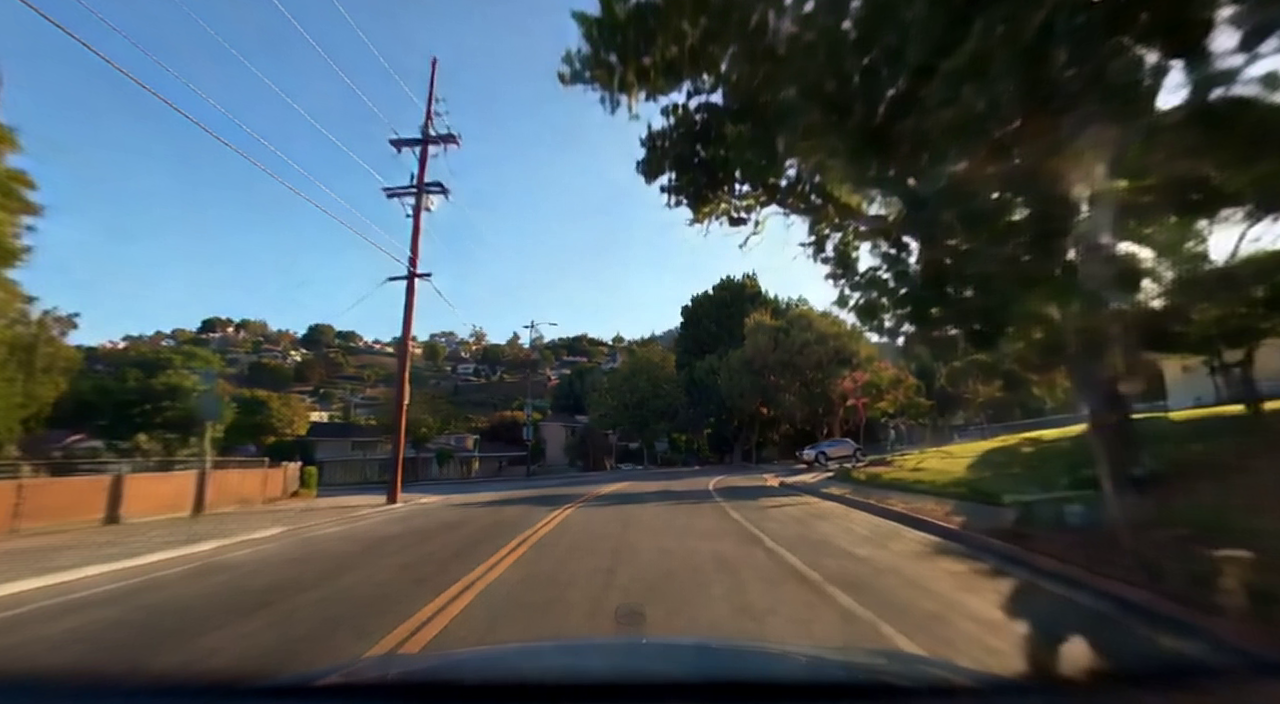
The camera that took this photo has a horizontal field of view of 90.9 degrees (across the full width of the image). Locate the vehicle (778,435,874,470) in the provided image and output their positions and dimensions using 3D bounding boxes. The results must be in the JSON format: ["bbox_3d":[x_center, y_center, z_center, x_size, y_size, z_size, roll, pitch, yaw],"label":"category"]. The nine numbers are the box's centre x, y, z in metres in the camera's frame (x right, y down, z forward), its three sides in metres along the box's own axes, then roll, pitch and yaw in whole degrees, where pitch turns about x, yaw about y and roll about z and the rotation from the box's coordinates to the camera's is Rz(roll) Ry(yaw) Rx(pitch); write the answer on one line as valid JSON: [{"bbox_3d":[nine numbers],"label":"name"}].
[{"bbox_3d":[9.971,5.359,33.728,4.810,1.732,2.176,5,-10,-31],"label":"vehicle"}]
